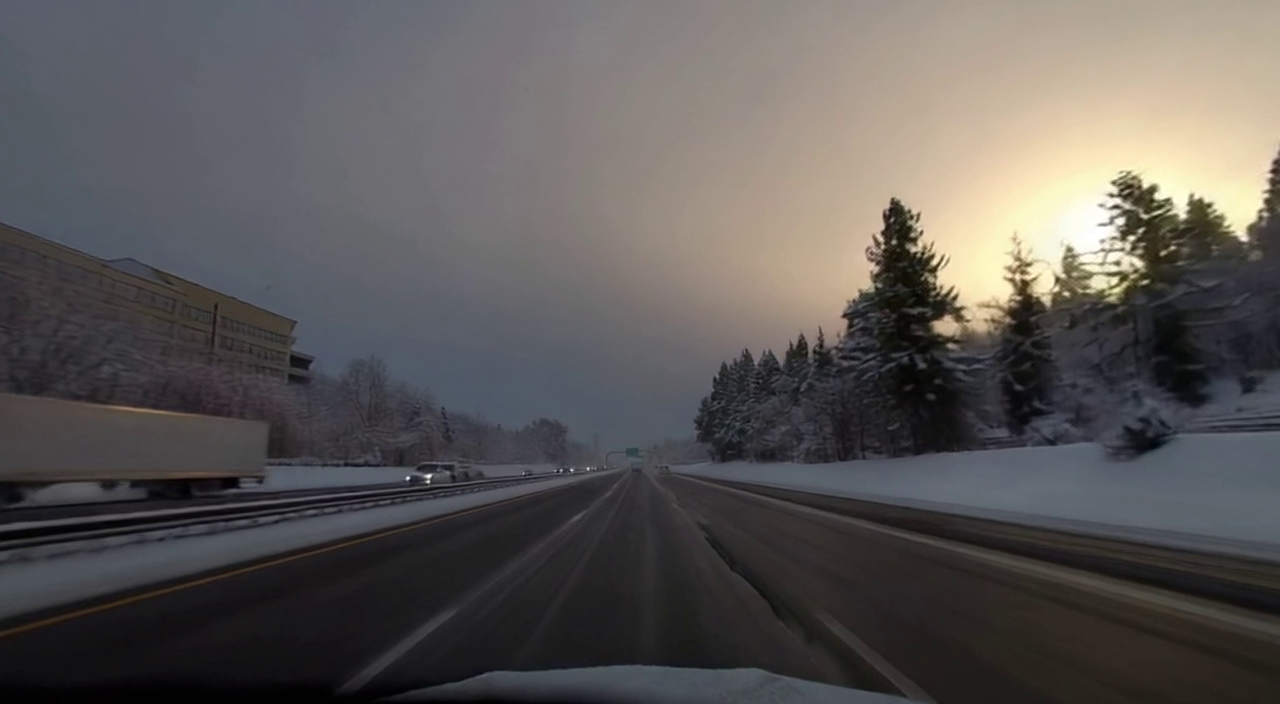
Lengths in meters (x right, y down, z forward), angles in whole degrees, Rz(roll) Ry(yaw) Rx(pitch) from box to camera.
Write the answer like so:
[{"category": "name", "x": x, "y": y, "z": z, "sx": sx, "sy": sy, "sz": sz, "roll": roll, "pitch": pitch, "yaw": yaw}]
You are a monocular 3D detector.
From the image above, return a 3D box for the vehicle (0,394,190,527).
[{"category": "vehicle", "x": -19.759, "y": 3.472, "z": 20.064, "sx": 2.948, "sy": 3.734, "sz": 10.618, "roll": 1, "pitch": -11, "yaw": 0}]

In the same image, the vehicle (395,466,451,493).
[{"category": "vehicle", "x": -12.662, "y": 7.462, "z": 37.006, "sx": 1.779, "sy": 1.441, "sz": 4.279, "roll": 1, "pitch": -11, "yaw": 0}]
